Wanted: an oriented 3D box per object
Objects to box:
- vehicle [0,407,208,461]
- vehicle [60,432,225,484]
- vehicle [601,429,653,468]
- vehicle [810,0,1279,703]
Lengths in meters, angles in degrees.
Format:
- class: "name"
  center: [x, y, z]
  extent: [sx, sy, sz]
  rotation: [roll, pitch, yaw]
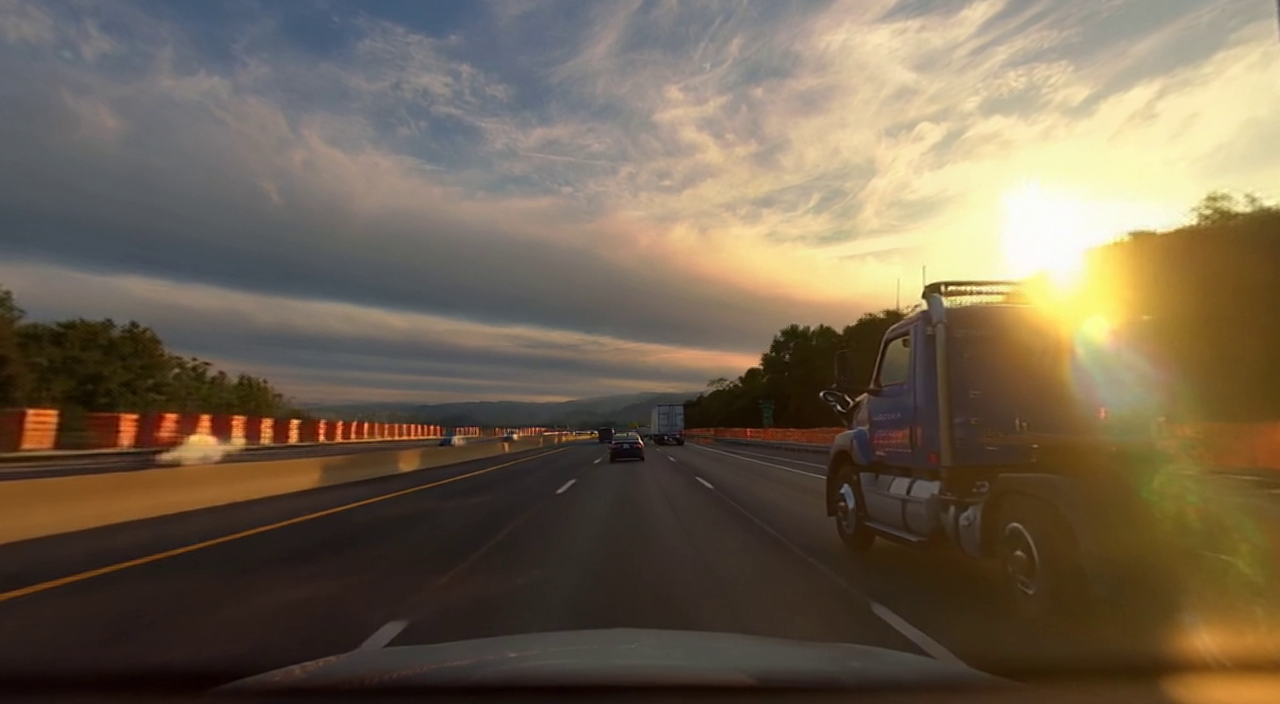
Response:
- class: "vehicle"
  center: [-40.613, 6.059, 49.126]
  extent: [2.834, 3.320, 15.990]
  rotation: [-2, -5, 0]
- class: "vehicle"
  center: [-15.424, 3.266, 19.877]
  extent: [1.845, 1.459, 4.153]
  rotation: [0, -8, -1]
- class: "vehicle"
  center: [-0.519, 3.856, 25.447]
  extent: [1.929, 1.469, 3.677]
  rotation: [0, -8, -1]
- class: "vehicle"
  center: [3.580, -0.112, 1.757]
  extent: [2.919, 3.634, 10.888]
  rotation: [0, -8, -1]
